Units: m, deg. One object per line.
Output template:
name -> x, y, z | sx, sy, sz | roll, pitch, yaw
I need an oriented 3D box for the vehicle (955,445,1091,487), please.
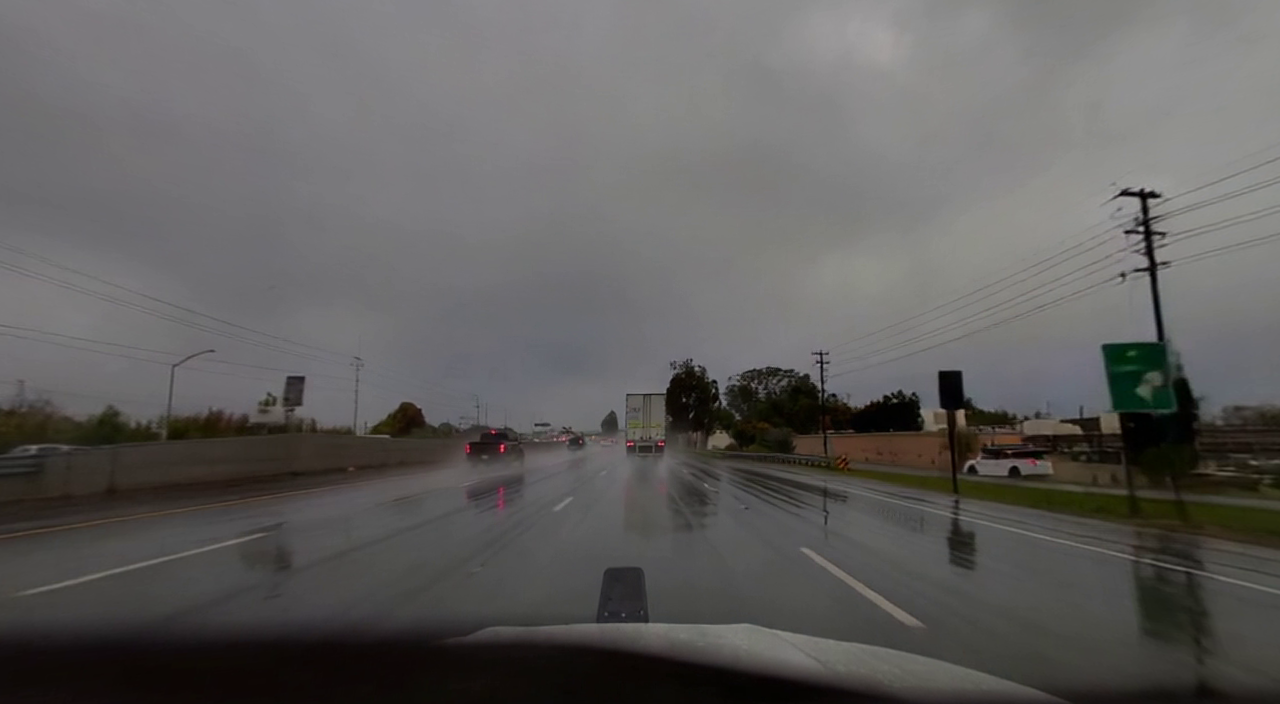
vehicle -> 15.204, 4.534, 25.433 | 1.757, 1.437, 4.897 | 4, -9, -12

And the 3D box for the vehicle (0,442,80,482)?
vehicle -> -25.568, 4.381, 25.275 | 1.956, 1.553, 4.530 | 0, -8, 1

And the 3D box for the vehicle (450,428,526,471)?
vehicle -> -6.972, 4.560, 29.647 | 2.197, 1.847, 5.364 | 0, -8, 1

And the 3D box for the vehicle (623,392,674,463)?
vehicle -> 0.686, 5.096, 41.519 | 2.879, 4.027, 11.243 | 0, -8, 2

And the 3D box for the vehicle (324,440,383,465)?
vehicle -> -17.607, 6.186, 38.995 | 1.709, 1.442, 4.029 | 0, -8, 1
